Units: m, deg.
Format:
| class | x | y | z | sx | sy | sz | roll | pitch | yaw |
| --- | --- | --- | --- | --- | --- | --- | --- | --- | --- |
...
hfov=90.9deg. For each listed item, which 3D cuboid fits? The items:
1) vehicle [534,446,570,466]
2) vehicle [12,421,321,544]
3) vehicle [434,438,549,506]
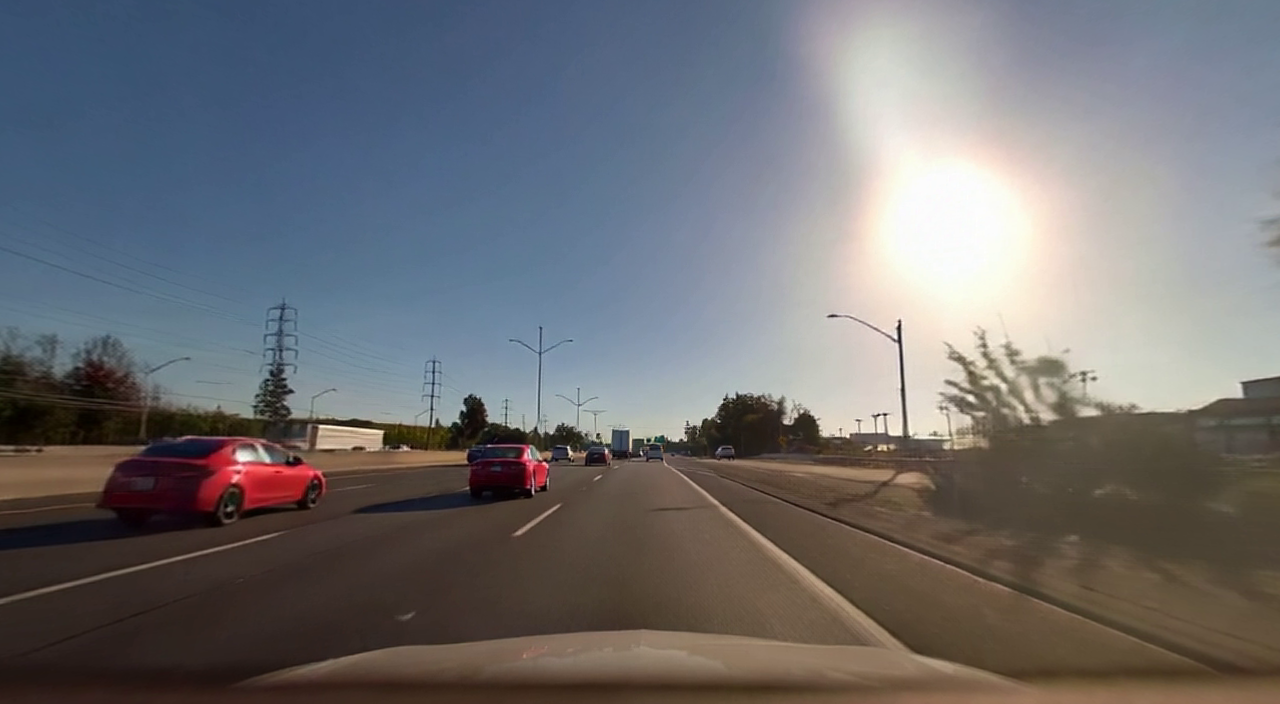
| class | x | y | z | sx | sy | sz | roll | pitch | yaw |
| --- | --- | --- | --- | --- | --- | --- | --- | --- | --- |
| vehicle | -6.777 | 8.052 | 49.106 | 1.961 | 1.442 | 4.321 | -1 | -8 | 3 |
| vehicle | -7.673 | 2.124 | 10.952 | 1.970 | 1.682 | 4.297 | 0 | -8 | 1 |
| vehicle | -3.592 | 2.950 | 15.963 | 1.953 | 1.511 | 3.704 | 0 | -8 | 1 |
